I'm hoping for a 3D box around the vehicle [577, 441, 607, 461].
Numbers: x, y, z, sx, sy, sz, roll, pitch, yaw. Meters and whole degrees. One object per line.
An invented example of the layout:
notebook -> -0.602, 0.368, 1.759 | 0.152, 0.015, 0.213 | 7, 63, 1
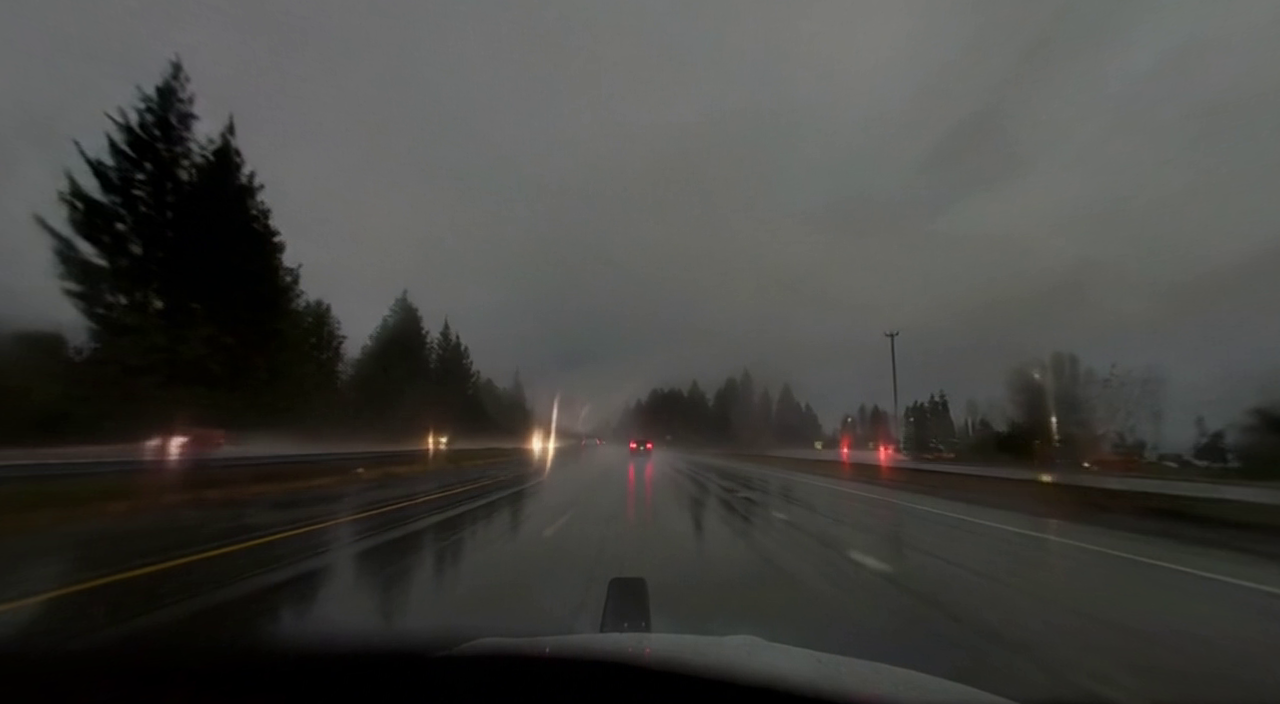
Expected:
vehicle -> -3.641, 7.602, 48.448 | 2.057, 1.514, 3.845 | 0, -8, 0
